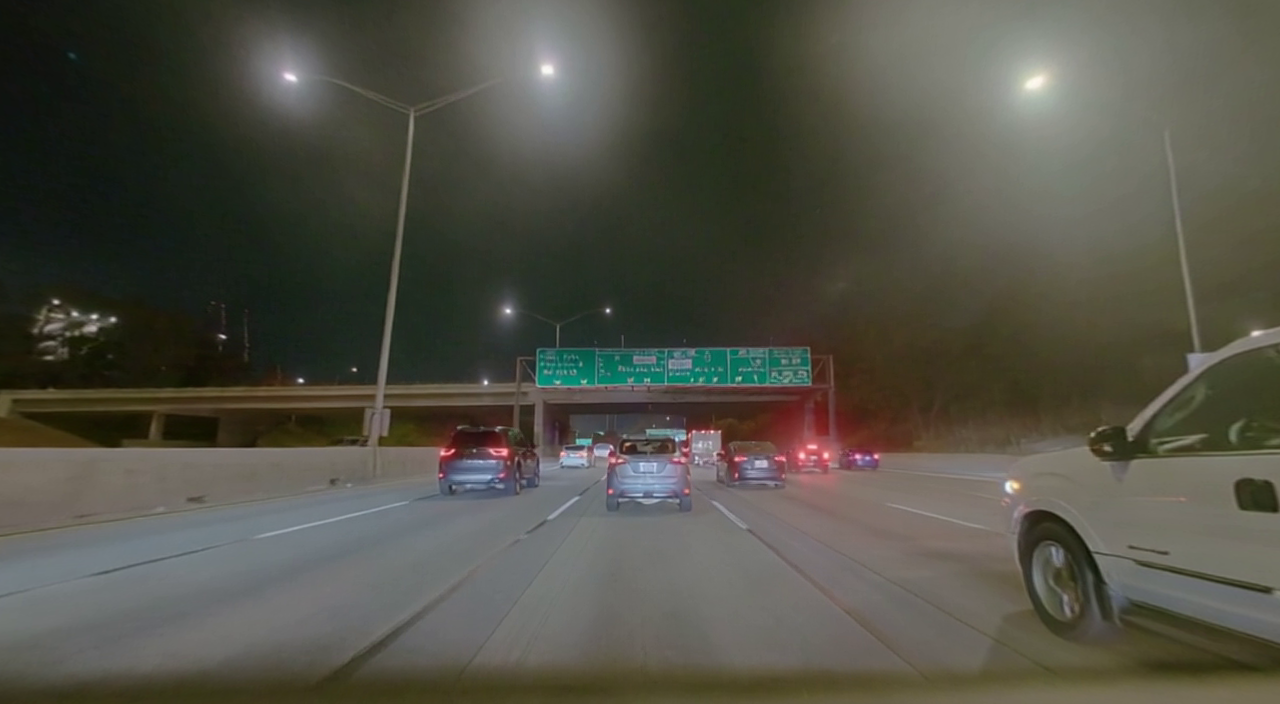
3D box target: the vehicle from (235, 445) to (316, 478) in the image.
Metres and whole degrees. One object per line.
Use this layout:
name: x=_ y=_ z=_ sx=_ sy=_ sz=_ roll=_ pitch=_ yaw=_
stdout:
vehicle: x=-21.614 y=6.479 z=37.581 sx=1.949 sy=1.844 sz=4.533 roll=0 pitch=-9 yaw=2

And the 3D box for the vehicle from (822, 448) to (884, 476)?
vehicle: x=12.142 y=6.258 z=36.186 sx=1.945 sy=1.498 sz=4.385 roll=1 pitch=-9 yaw=-1

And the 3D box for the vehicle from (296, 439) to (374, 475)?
vehicle: x=-17.659 y=6.086 z=36.776 sx=2.024 sy=1.946 sz=4.793 roll=0 pitch=-9 yaw=1

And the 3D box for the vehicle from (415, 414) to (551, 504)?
vehicle: x=-4.182 y=3.016 z=18.126 sx=2.212 sy=2.101 sz=6.052 roll=0 pitch=-9 yaw=2

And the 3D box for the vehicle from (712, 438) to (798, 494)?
vehicle: x=3.720 y=3.782 z=21.287 sx=2.022 sy=1.633 sz=4.651 roll=0 pitch=-9 yaw=0

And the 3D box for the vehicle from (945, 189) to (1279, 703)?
vehicle: x=3.538 y=0.510 z=2.211 sx=2.300 sy=2.242 sz=5.327 roll=0 pitch=-9 yaw=1

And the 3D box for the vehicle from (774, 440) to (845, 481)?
vehicle: x=7.953 y=5.125 z=30.042 sx=2.054 sy=1.769 sz=4.693 roll=0 pitch=-9 yaw=0

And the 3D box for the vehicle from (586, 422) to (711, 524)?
vehicle: x=0.189 y=2.440 z=13.190 sx=2.181 sy=1.756 sz=4.167 roll=0 pitch=-9 yaw=1

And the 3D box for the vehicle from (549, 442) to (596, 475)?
vehicle: x=-3.643 y=5.879 z=34.920 sx=1.982 sy=1.655 sz=4.604 roll=0 pitch=-9 yaw=2
